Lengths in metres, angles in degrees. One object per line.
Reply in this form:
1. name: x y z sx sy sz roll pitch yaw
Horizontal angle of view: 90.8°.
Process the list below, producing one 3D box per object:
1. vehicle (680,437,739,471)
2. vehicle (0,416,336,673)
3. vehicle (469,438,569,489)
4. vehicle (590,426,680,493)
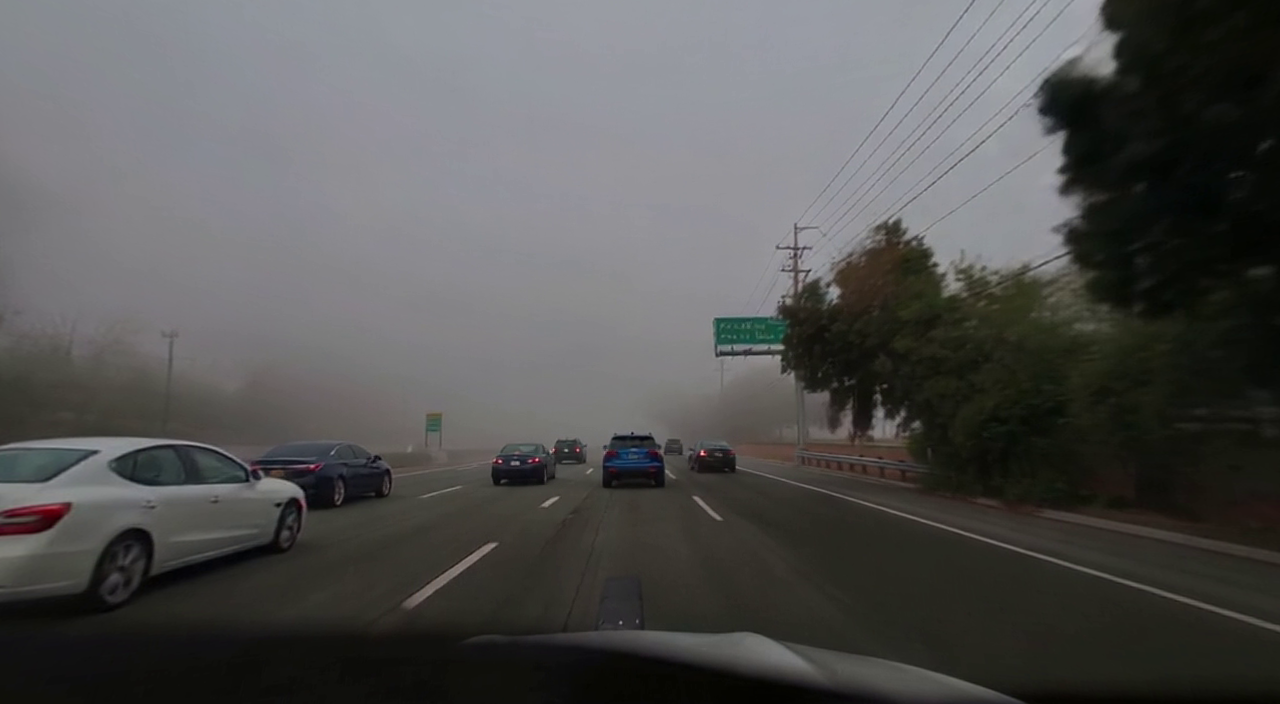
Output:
1. vehicle: 3.173 4.779 29.741 2.197 1.464 4.356 0 -8 -1
2. vehicle: -4.745 1.410 5.802 1.958 1.447 4.454 1 -8 -4
3. vehicle: -3.704 3.499 20.257 2.203 1.425 4.610 0 -8 1
4. vehicle: -0.134 3.050 18.240 2.284 1.699 4.168 0 -8 0
